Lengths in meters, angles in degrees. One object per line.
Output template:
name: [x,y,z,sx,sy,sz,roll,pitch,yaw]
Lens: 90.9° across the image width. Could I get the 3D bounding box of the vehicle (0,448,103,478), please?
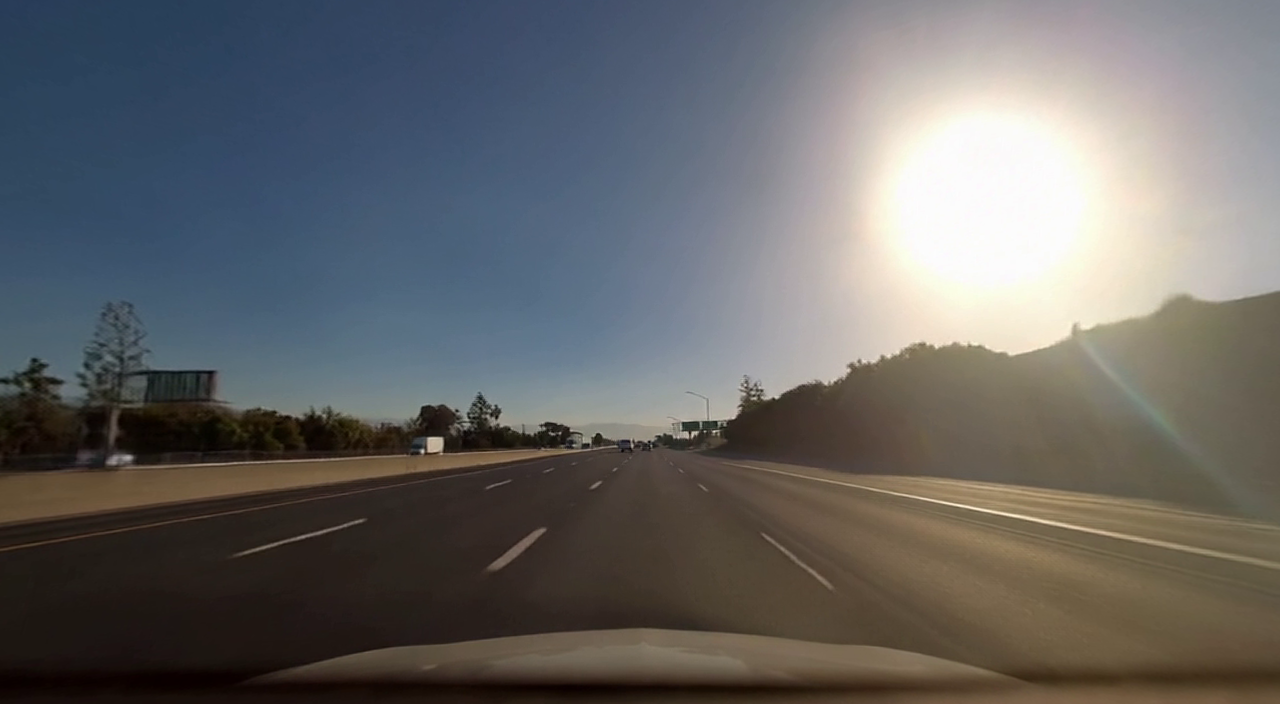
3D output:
vehicle: [-34.155,6.365,36.379,2.015,1.583,4.829,-1,-8,1]
